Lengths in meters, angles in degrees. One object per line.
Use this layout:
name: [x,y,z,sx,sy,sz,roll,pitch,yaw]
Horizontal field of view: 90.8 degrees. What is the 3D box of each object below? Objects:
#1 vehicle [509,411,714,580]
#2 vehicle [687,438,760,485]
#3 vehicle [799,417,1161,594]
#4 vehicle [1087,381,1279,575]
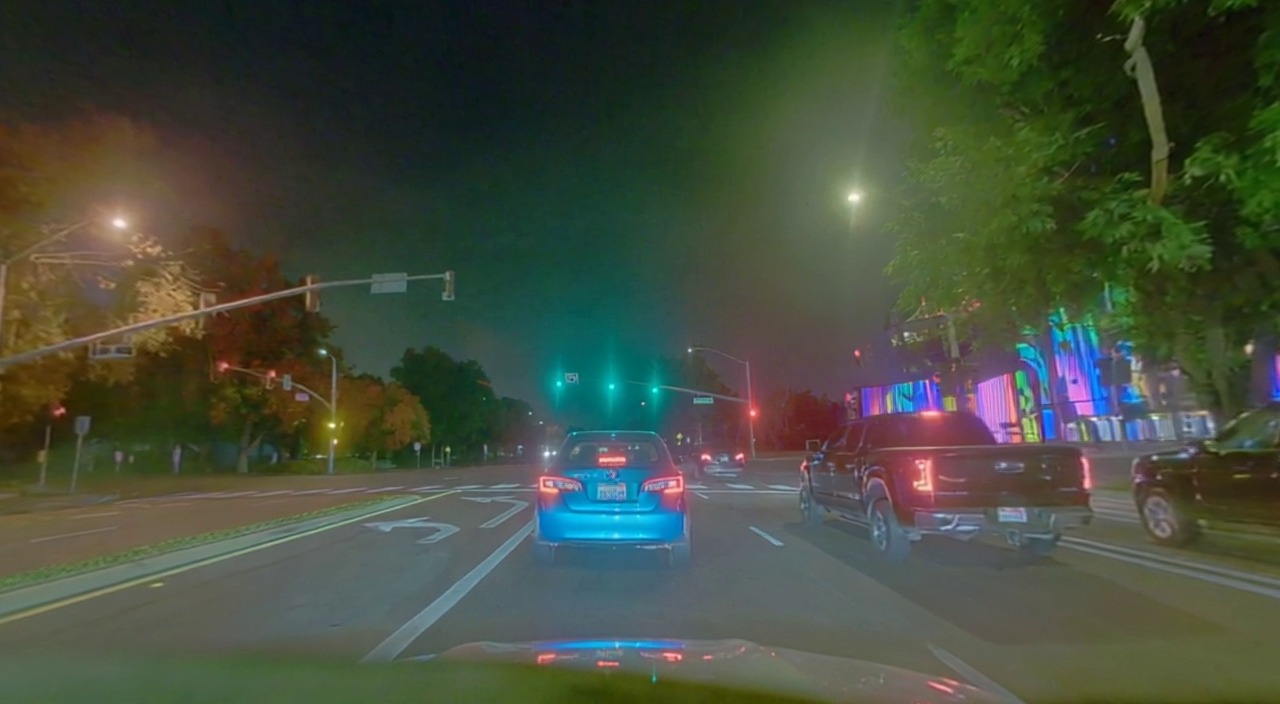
vehicle: [-0.294,1.711,8.239,2.037,1.674,3.693,0,-8,0]
vehicle: [3.116,4.174,24.432,2.031,1.626,4.264,0,-8,-3]
vehicle: [3.618,1.707,7.973,1.955,1.550,4.587,0,-8,-1]
vehicle: [7.546,1.223,6.063,2.240,1.923,5.678,0,-8,-1]
